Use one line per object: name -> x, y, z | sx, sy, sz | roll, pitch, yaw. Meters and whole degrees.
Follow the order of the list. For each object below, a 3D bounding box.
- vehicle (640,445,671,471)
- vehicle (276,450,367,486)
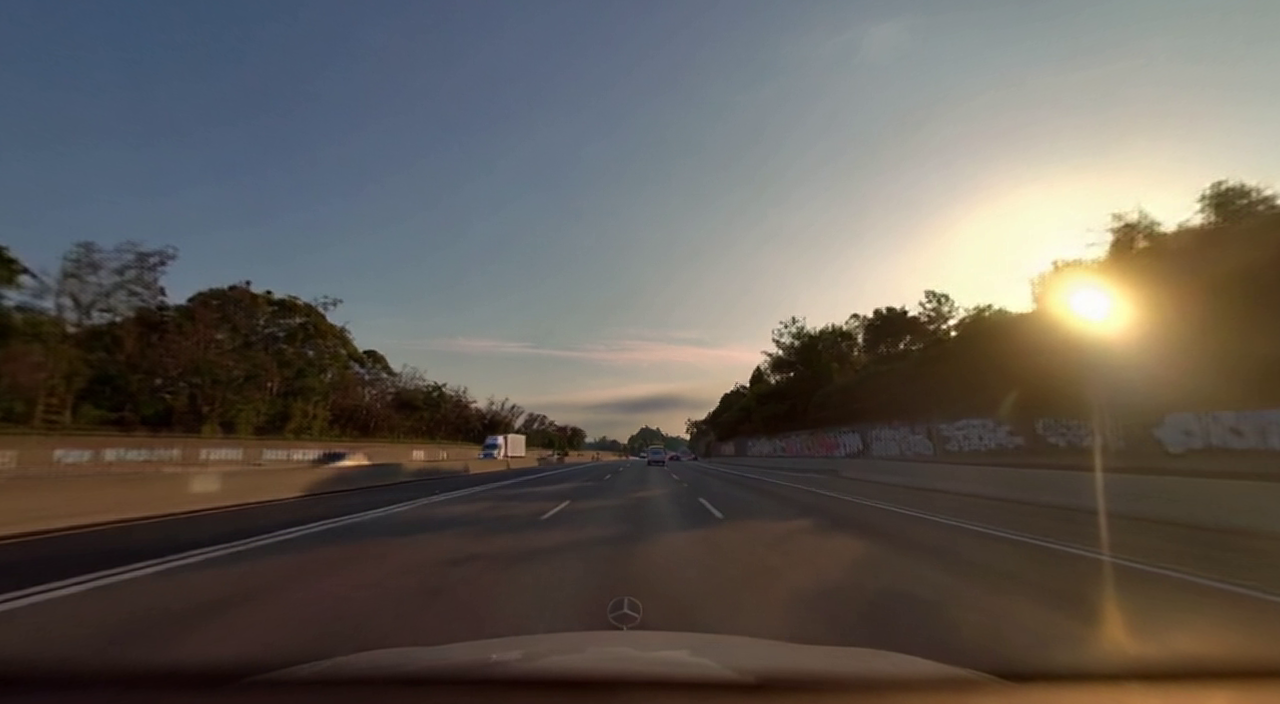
vehicle -> 1.199, 8.334, 49.630 | 2.279, 1.934, 4.268 | 0, -9, 0
vehicle -> -15.670, 5.715, 31.299 | 2.025, 1.631, 4.535 | 0, -9, 1
